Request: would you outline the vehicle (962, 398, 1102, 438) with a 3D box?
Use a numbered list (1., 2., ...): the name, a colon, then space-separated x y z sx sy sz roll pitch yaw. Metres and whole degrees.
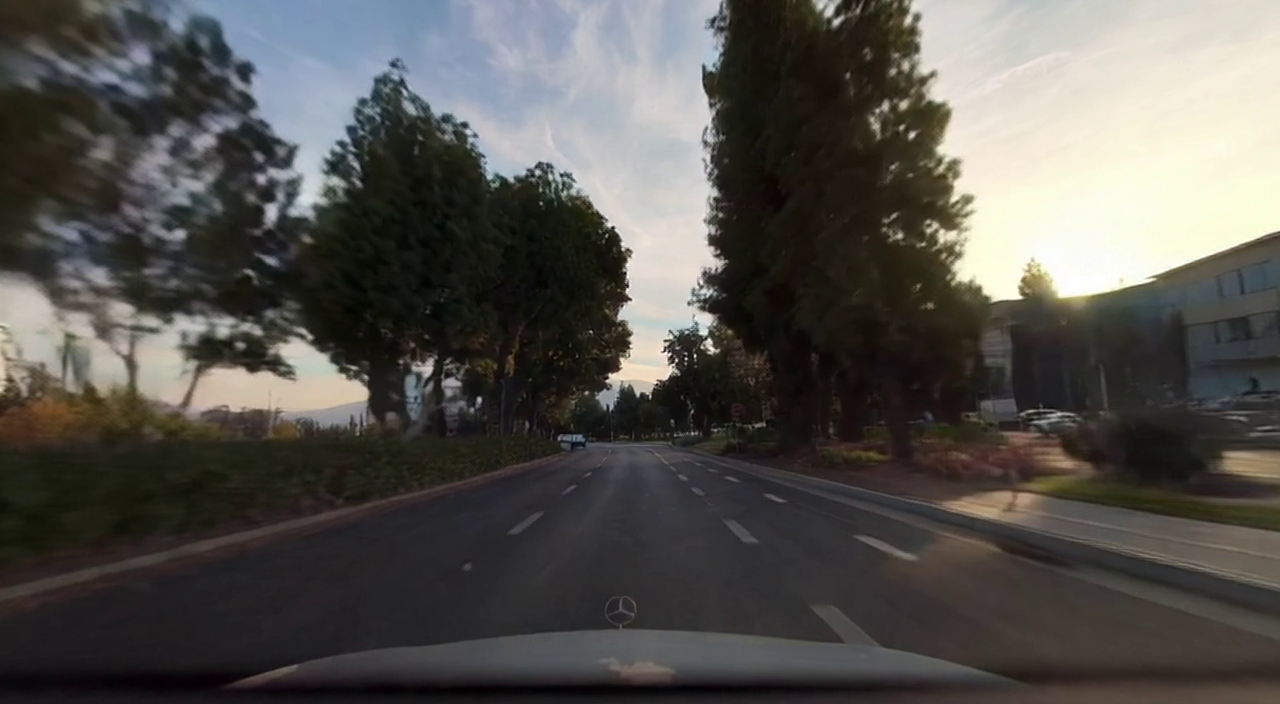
1. vehicle: 29.126 4.944 47.166 8.483 2.834 2.843 0 -8 -1
